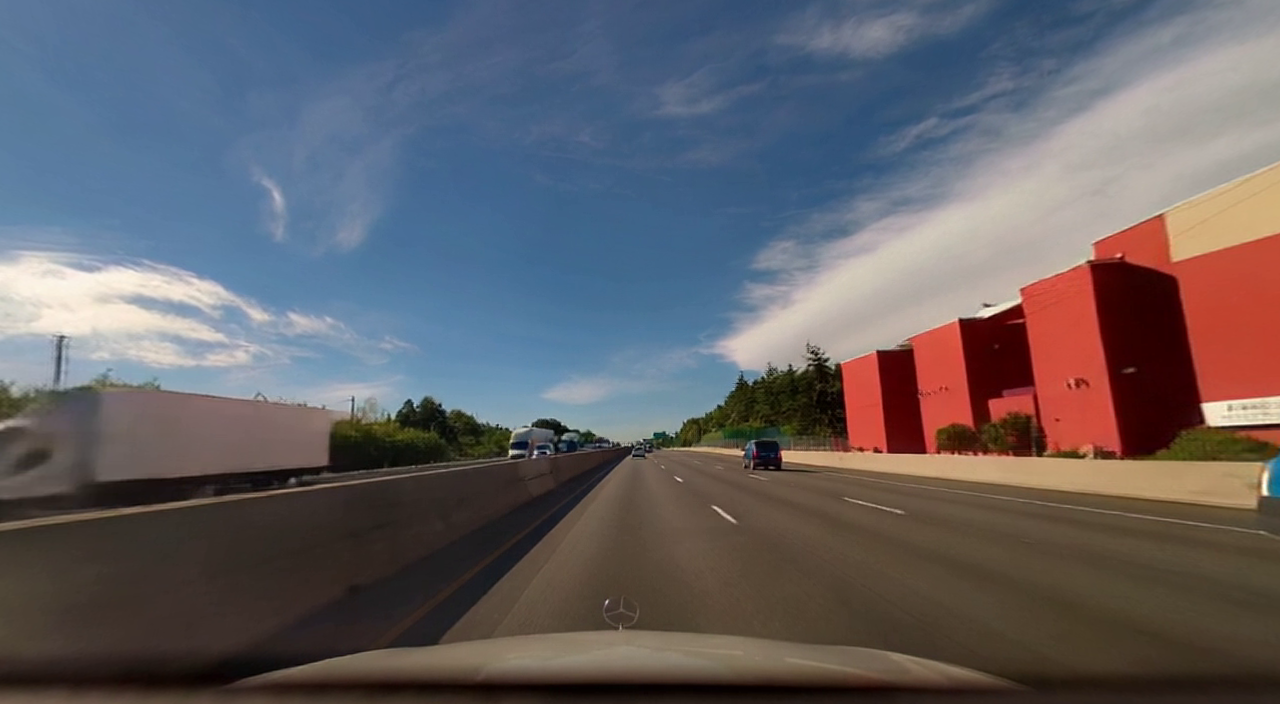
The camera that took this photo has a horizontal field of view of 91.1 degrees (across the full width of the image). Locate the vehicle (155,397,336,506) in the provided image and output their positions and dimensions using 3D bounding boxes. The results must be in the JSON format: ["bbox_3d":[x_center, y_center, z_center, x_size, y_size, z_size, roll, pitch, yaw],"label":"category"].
[{"bbox_3d":[-16.219,4.187,26.736,2.886,3.924,7.307,0,-9,-1],"label":"vehicle"}]

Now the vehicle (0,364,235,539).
[{"bbox_3d":[-16.045,2.779,17.570,2.966,3.933,9.734,0,-9,-1],"label":"vehicle"}]

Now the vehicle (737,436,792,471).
[{"bbox_3d":[7.393,6.083,37.774,2.156,1.943,5.010,0,-9,-1],"label":"vehicle"}]
